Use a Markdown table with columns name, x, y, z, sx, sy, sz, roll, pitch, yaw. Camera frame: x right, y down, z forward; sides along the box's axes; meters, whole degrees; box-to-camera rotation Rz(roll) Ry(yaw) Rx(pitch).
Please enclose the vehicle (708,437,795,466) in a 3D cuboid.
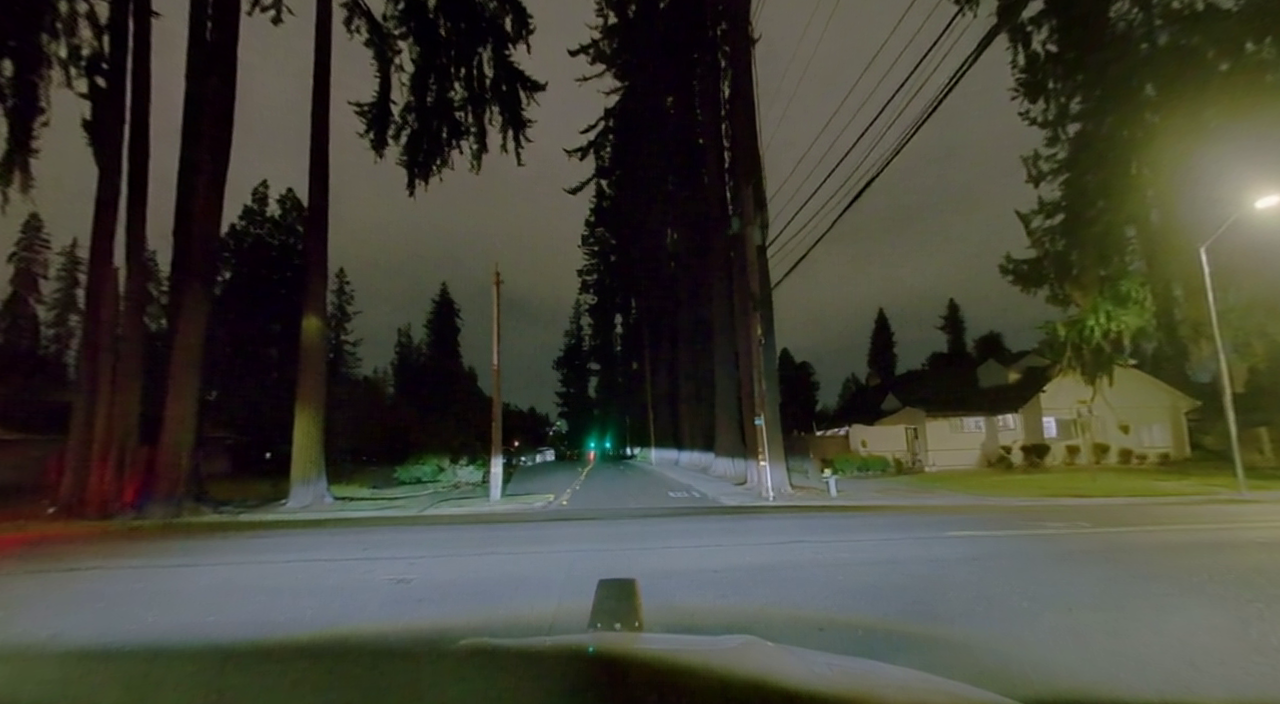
| name | x | y | z | sx | sy | sz | roll | pitch | yaw |
| --- | --- | --- | --- | --- | --- | --- | --- | --- | --- |
| vehicle | 6.683 | 6.005 | 38.286 | 4.784 | 1.647 | 1.947 | 1 | -8 | -6 |
